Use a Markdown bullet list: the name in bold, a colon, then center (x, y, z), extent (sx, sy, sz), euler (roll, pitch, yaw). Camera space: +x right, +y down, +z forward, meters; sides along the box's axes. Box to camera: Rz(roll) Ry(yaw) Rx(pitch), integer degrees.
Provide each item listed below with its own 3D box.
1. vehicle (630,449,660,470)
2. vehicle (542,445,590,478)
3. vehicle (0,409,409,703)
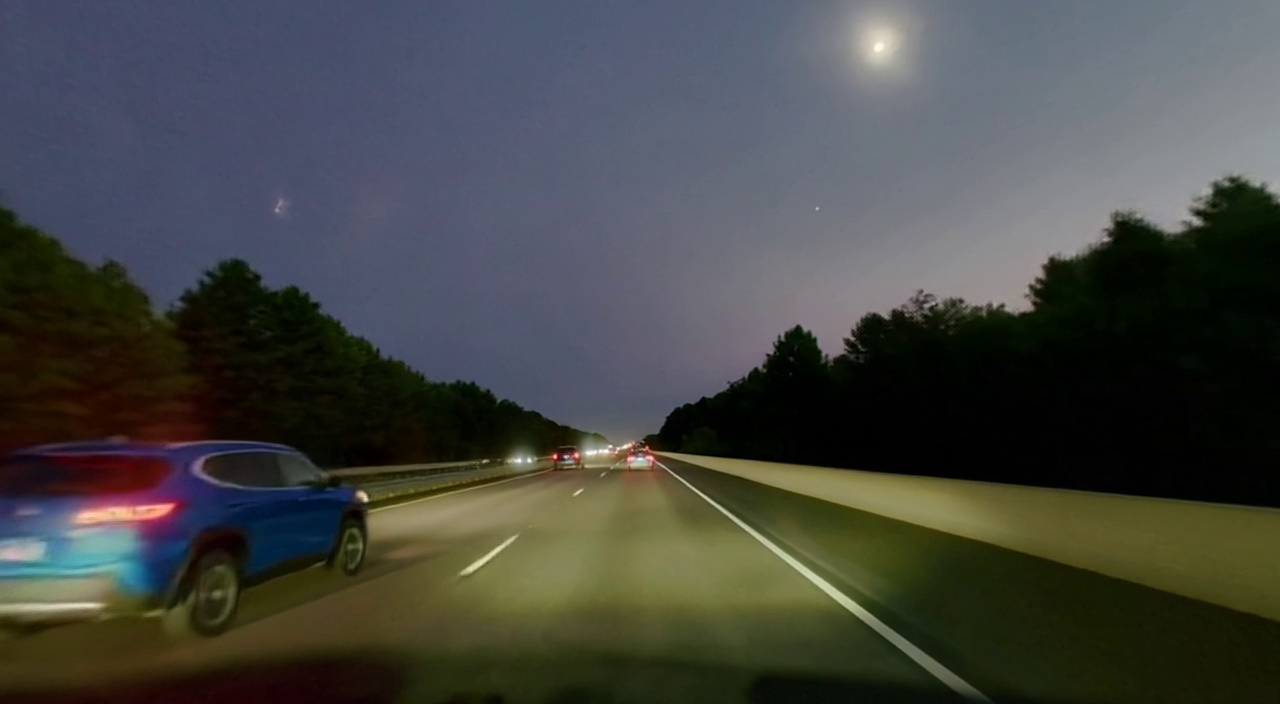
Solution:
- **vehicle**: center (0.353, 7.911, 46.469), extent (2.046, 1.452, 4.407), euler (0, -9, 0)
- **vehicle**: center (-3.986, 5.984, 34.811), extent (2.100, 1.667, 4.223), euler (0, -9, 1)
- **vehicle**: center (-3.740, 1.360, 5.187), extent (2.034, 1.520, 4.236), euler (0, -9, 1)
